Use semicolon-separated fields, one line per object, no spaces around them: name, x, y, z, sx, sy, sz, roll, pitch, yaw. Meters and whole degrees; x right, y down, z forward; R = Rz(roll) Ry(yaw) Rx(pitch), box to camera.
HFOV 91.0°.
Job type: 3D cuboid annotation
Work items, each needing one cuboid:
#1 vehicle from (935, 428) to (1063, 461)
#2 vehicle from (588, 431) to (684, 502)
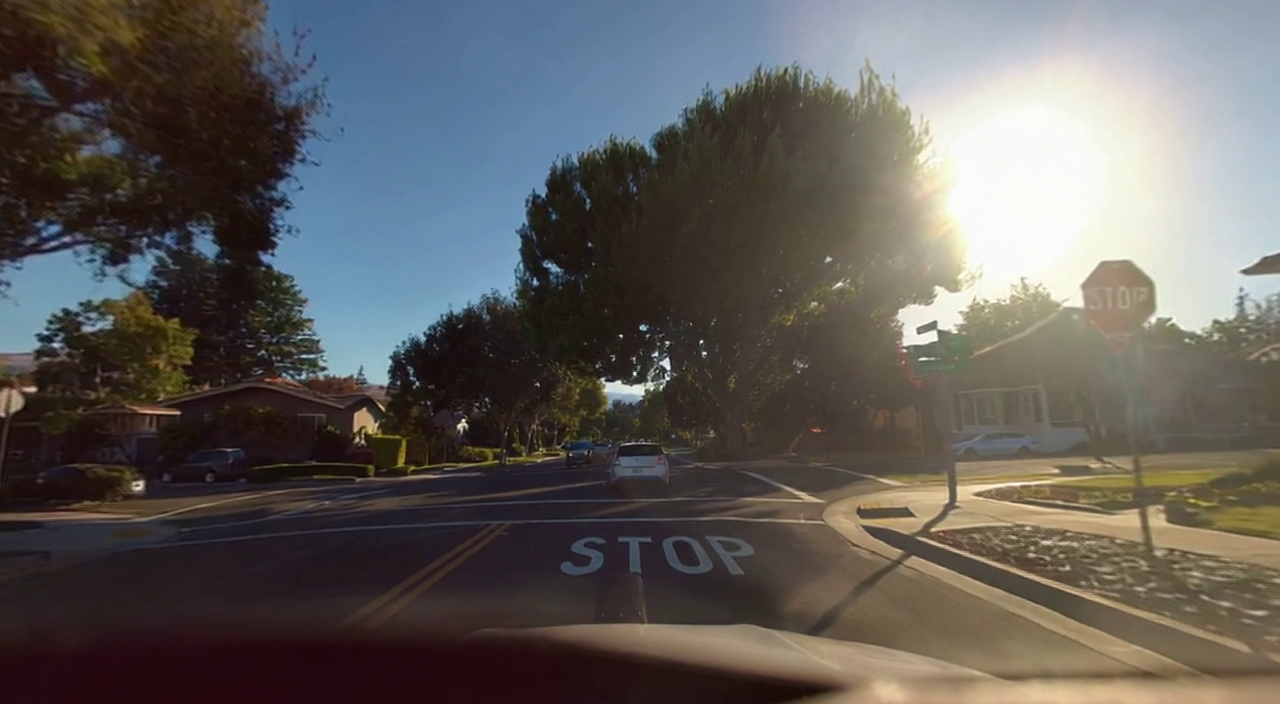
vehicle;16.643;4.303;29.316;4.748;1.488;2.029;0;-8;-4
vehicle;-0.175;2.751;15.592;2.043;1.484;4.340;0;-8;-2
